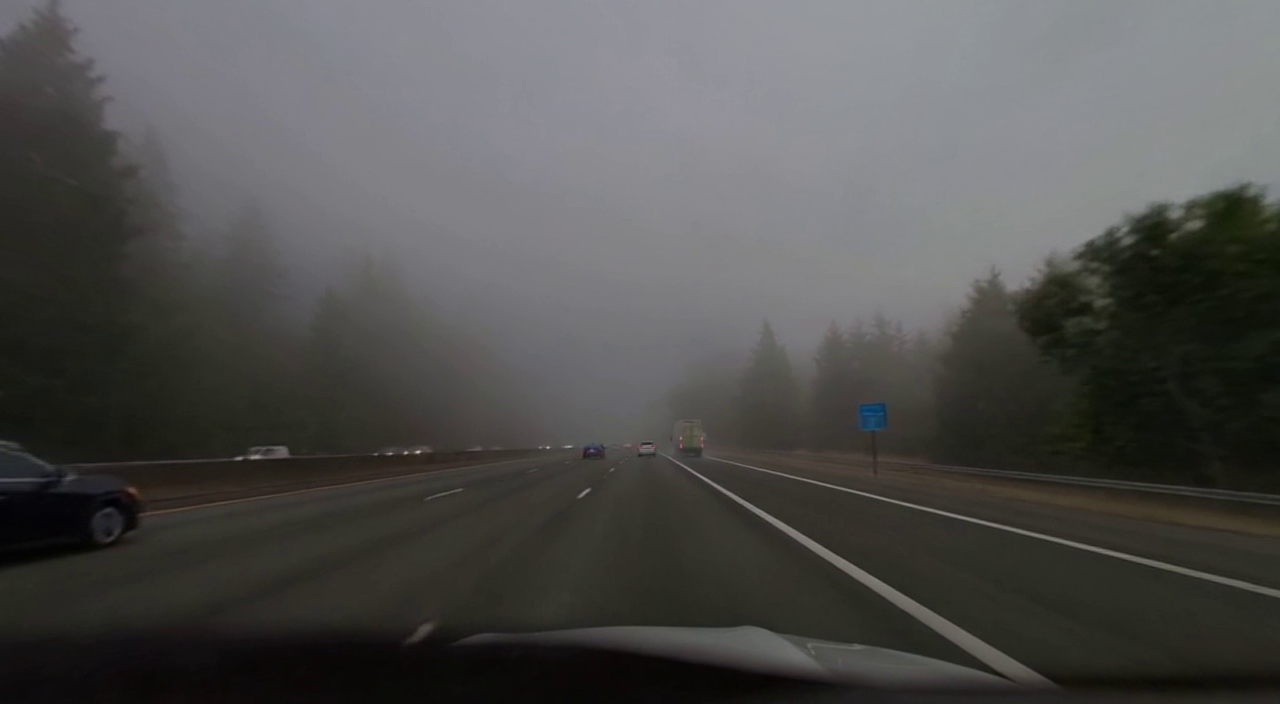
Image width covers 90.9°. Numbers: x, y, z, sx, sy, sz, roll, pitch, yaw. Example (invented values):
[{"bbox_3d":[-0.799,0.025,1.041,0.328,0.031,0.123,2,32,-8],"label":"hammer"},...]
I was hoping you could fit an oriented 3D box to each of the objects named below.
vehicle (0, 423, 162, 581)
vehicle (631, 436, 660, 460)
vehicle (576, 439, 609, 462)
[{"bbox_3d":[-7.173,1.385,5.675,1.947,1.513,4.751,0,-9,1],"label":"vehicle"},{"bbox_3d":[0.408,7.583,49.721,2.212,1.807,4.372,0,-9,0],"label":"vehicle"},{"bbox_3d":[-3.388,7.111,45.440,2.025,1.571,3.662,0,-9,1],"label":"vehicle"}]
